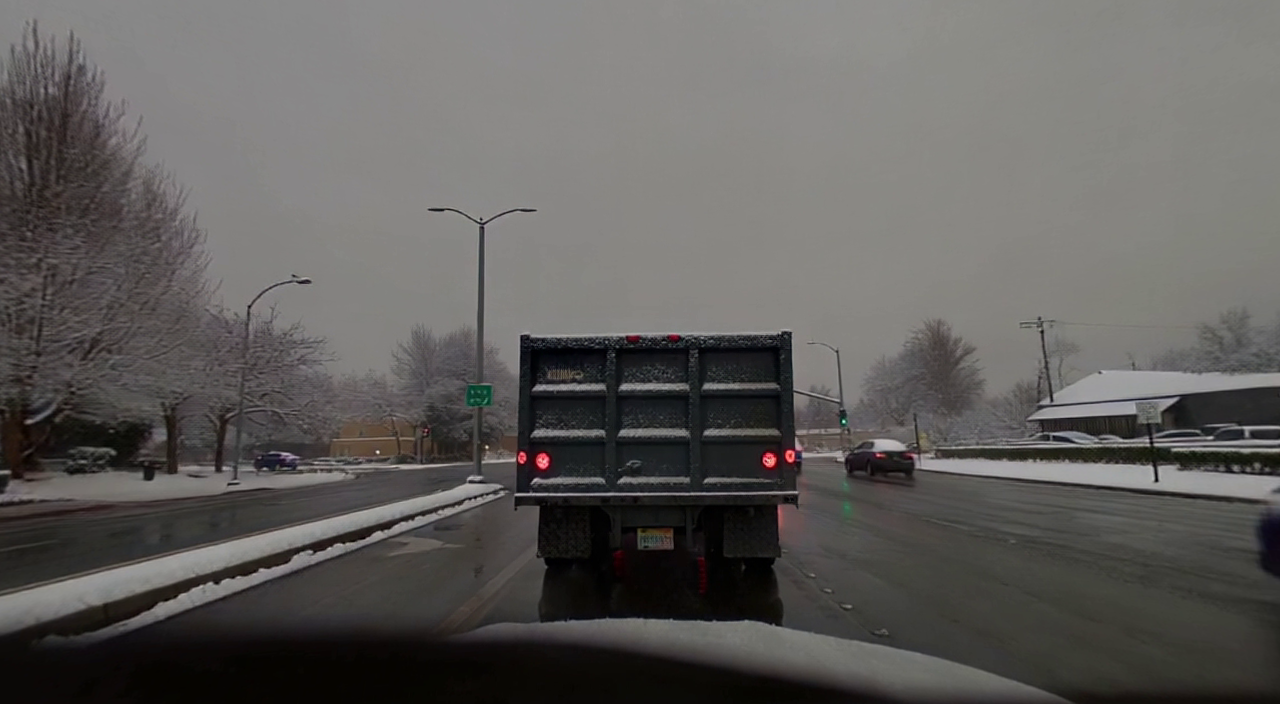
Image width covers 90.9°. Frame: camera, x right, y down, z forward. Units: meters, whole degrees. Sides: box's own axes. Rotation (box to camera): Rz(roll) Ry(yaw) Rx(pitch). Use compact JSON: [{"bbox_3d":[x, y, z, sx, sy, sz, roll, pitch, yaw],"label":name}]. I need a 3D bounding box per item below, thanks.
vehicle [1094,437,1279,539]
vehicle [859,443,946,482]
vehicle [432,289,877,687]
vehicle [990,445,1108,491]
[{"bbox_3d":[10.365,2.170,10.540,2.071,1.477,4.726,-1,-8,1],"label":"vehicle"},{"bbox_3d":[10.817,4.563,26.290,1.907,1.465,4.077,-1,-8,1],"label":"vehicle"},{"bbox_3d":[0.231,1.302,7.389,2.650,2.391,7.008,-1,-8,3],"label":"vehicle"},{"bbox_3d":[14.273,4.024,22.256,1.702,1.475,3.670,-1,-8,1],"label":"vehicle"}]
